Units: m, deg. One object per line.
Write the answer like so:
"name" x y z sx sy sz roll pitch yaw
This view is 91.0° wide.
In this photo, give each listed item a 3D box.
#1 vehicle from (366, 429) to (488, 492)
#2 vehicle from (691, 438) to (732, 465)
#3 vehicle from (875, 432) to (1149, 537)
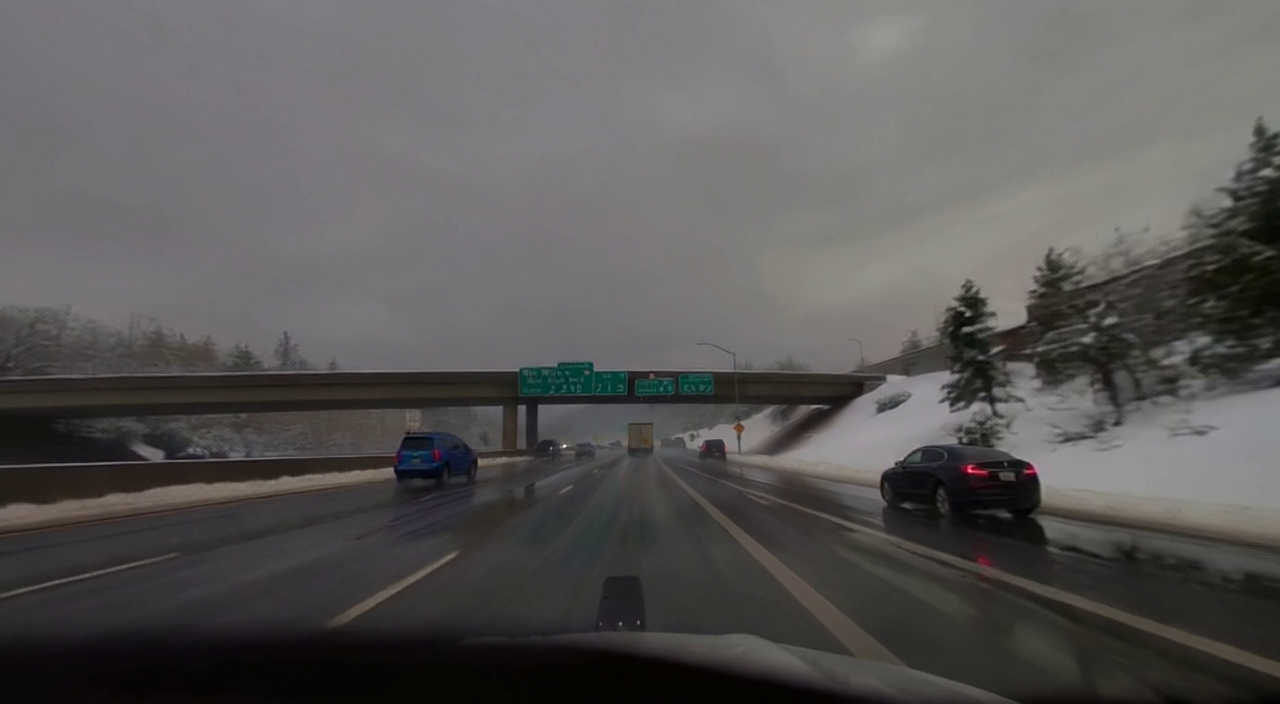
"vehicle" -6.619 3.442 20.308 2.179 1.753 4.999 0 -9 0
"vehicle" 5.222 7.363 46.710 2.220 1.898 4.752 0 -9 -3
"vehicle" 6.322 2.286 11.553 2.075 1.510 4.569 0 -9 -3
